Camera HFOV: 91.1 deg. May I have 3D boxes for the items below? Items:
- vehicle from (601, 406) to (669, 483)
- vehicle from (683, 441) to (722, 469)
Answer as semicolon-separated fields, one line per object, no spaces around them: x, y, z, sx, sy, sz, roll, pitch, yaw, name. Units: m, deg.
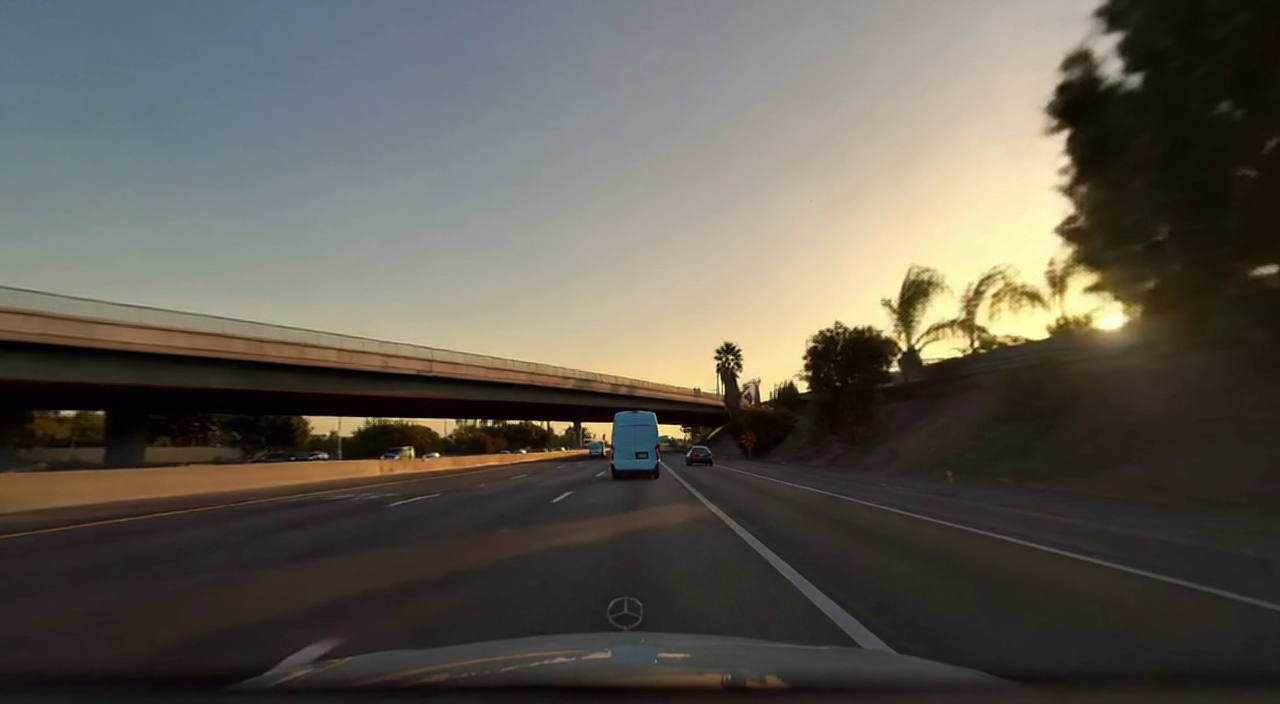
-0.055;3.791;25.754;2.476;2.776;5.598;0;-8;2;vehicle
3.803;6.347;38.854;1.987;1.648;3.984;0;-8;0;vehicle
